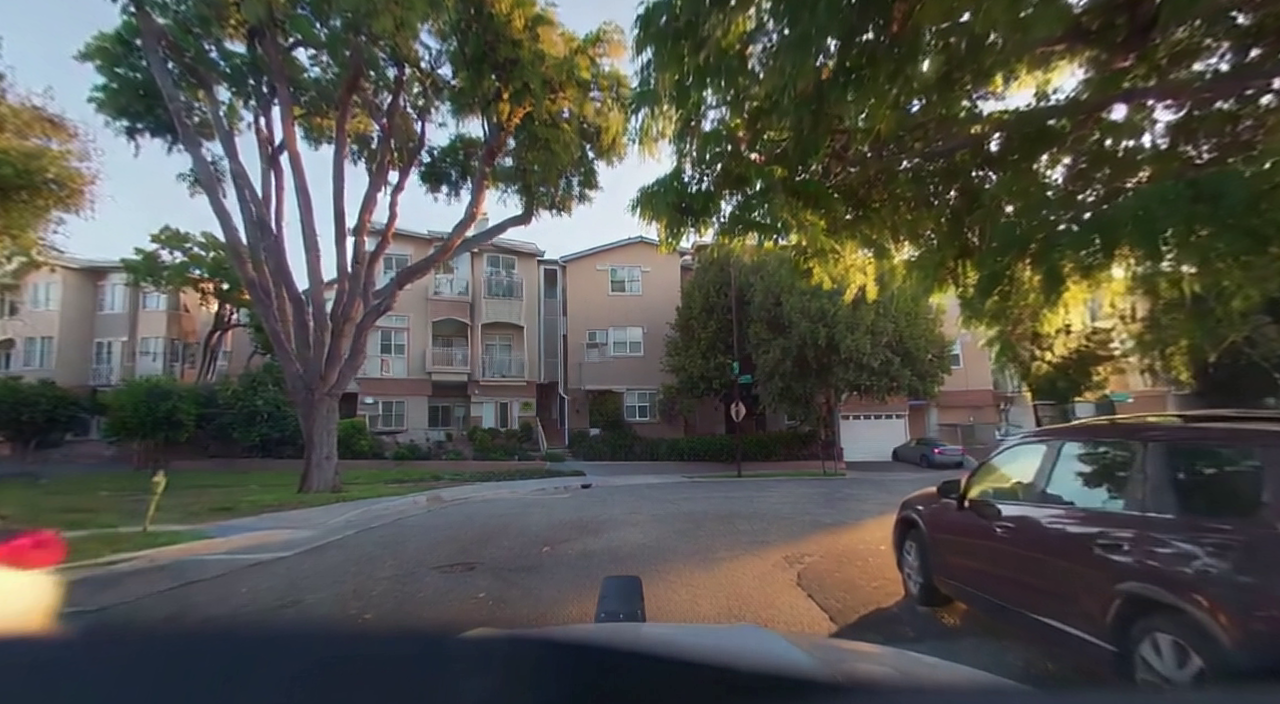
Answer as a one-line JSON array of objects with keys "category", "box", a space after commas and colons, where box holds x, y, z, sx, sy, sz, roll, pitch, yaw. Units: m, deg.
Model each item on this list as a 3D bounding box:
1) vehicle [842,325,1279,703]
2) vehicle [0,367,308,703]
[{"category": "vehicle", "box": [2.982, 1.071, 3.853, 2.020, 1.734, 4.402, 0, -8, 0]}, {"category": "vehicle", "box": [-2.649, 0.641, 0.418, 2.210, 1.516, 4.804, 0, -8, 1]}]
